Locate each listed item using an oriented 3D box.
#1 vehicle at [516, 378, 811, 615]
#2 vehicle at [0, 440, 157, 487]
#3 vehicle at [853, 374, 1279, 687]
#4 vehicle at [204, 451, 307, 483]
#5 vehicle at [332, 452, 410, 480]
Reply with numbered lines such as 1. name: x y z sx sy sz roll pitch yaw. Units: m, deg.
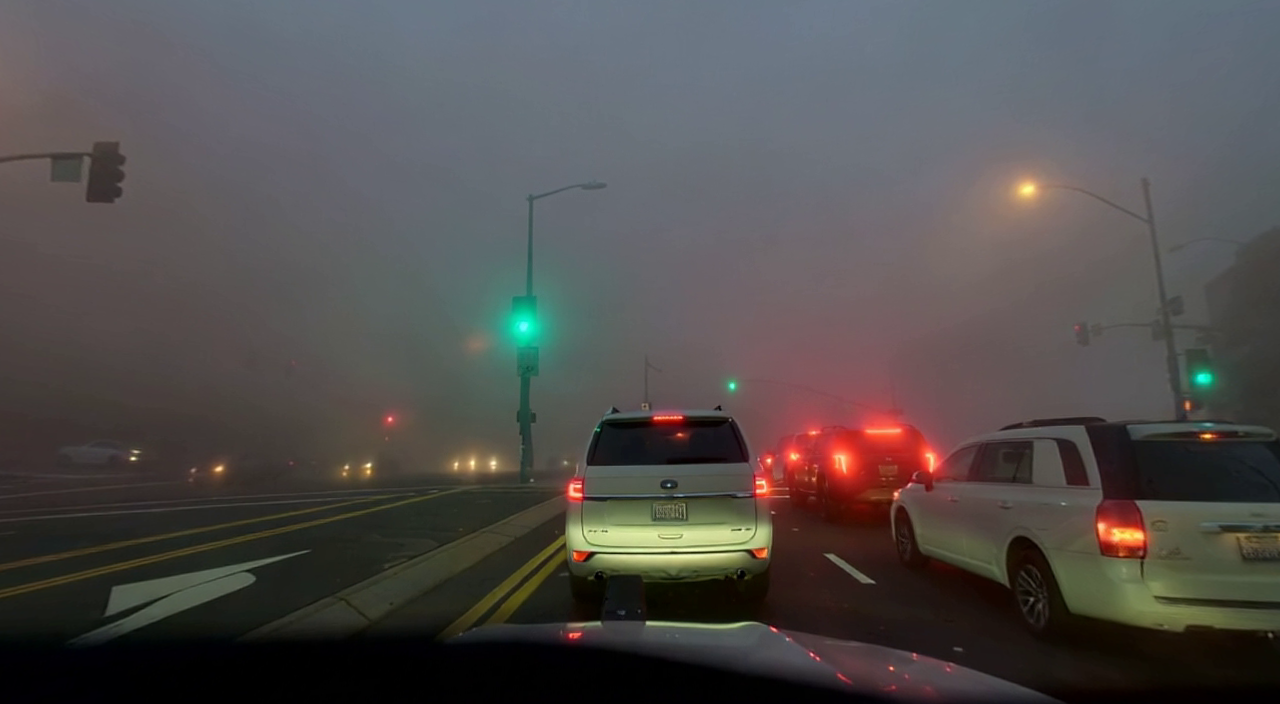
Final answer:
1. vehicle: 0.228 1.458 7.216 2.292 1.840 4.394 0 -9 1
2. vehicle: -24.571 4.836 27.549 5.062 1.946 2.243 0 -9 -1
3. vehicle: 3.606 1.287 5.656 2.018 1.701 4.288 0 -9 2
4. vehicle: -24.433 7.310 40.352 5.156 1.849 2.044 2 -9 -16
5. vehicle: -18.492 7.816 43.727 2.089 1.739 4.744 -4 -9 24
